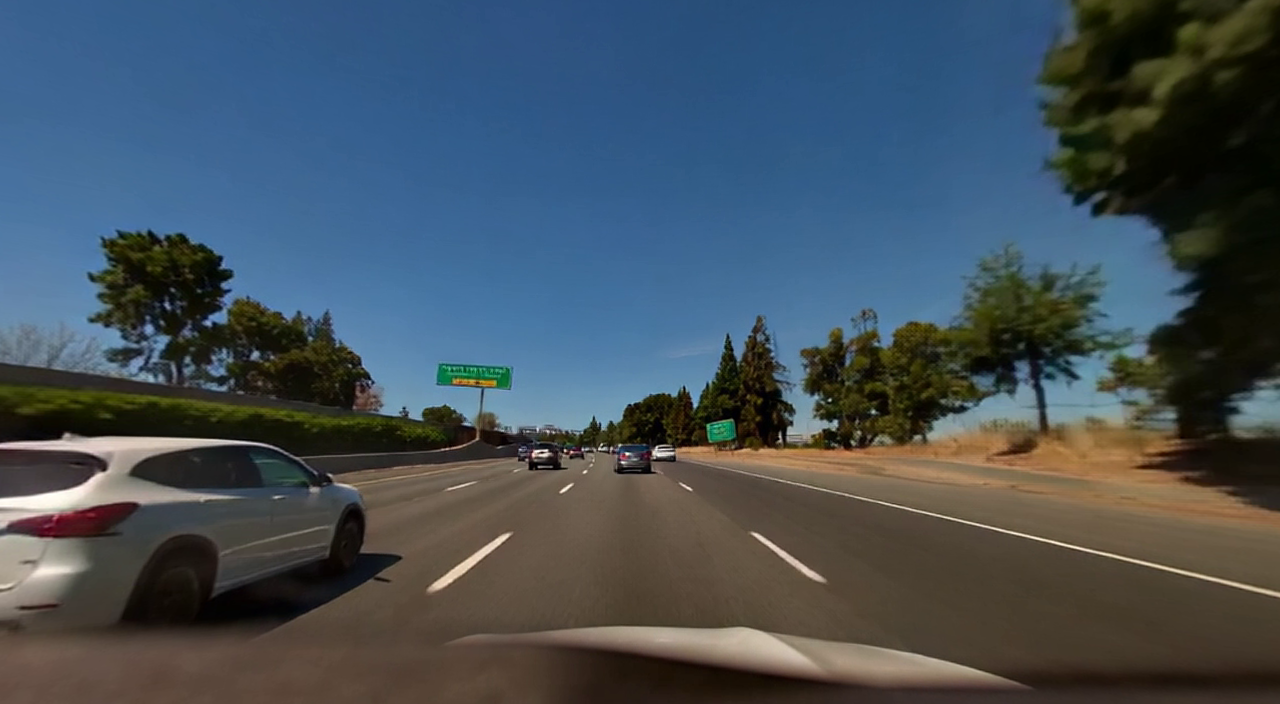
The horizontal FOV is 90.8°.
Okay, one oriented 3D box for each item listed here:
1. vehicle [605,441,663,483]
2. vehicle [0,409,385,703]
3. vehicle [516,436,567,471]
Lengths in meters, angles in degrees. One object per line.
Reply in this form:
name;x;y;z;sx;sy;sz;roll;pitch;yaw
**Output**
vehicle;-0.336;4.205;24.373;1.947;1.437;4.345;0;-9;-4
vehicle;-4.020;1.307;4.862;2.049;1.482;4.981;0;-9;0
vehicle;-5.273;5.506;34.400;2.244;1.755;4.417;0;-9;-3
